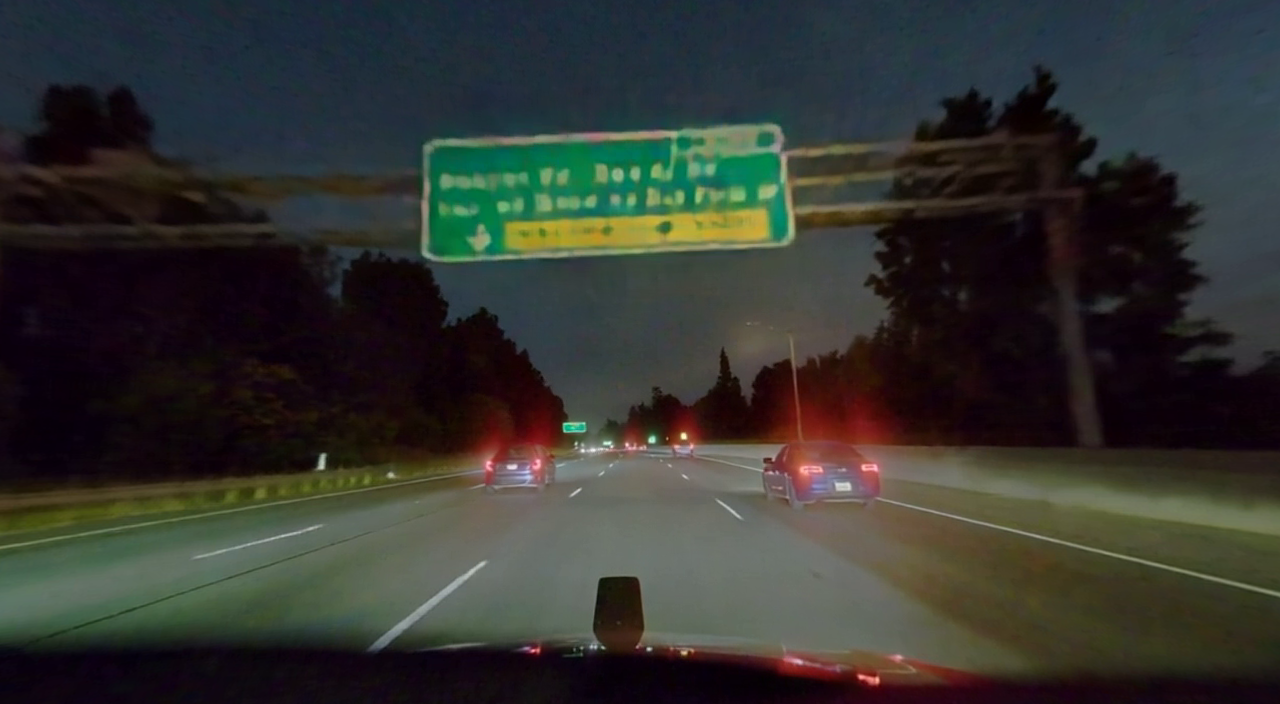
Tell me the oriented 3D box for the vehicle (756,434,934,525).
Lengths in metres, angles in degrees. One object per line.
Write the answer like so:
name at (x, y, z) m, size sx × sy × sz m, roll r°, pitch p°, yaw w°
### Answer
vehicle at (3.697, 2.372, 12.341) m, size 1.947 × 1.437 × 4.345 m, roll 0°, pitch -9°, yaw -1°

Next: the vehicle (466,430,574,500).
vehicle at (-3.293, 3.219, 18.351) m, size 2.244 × 1.755 × 4.417 m, roll 0°, pitch -9°, yaw 1°

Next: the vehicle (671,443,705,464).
vehicle at (3.389, 7.259, 45.264) m, size 2.021 × 1.447 × 3.985 m, roll 0°, pitch -9°, yaw -1°
